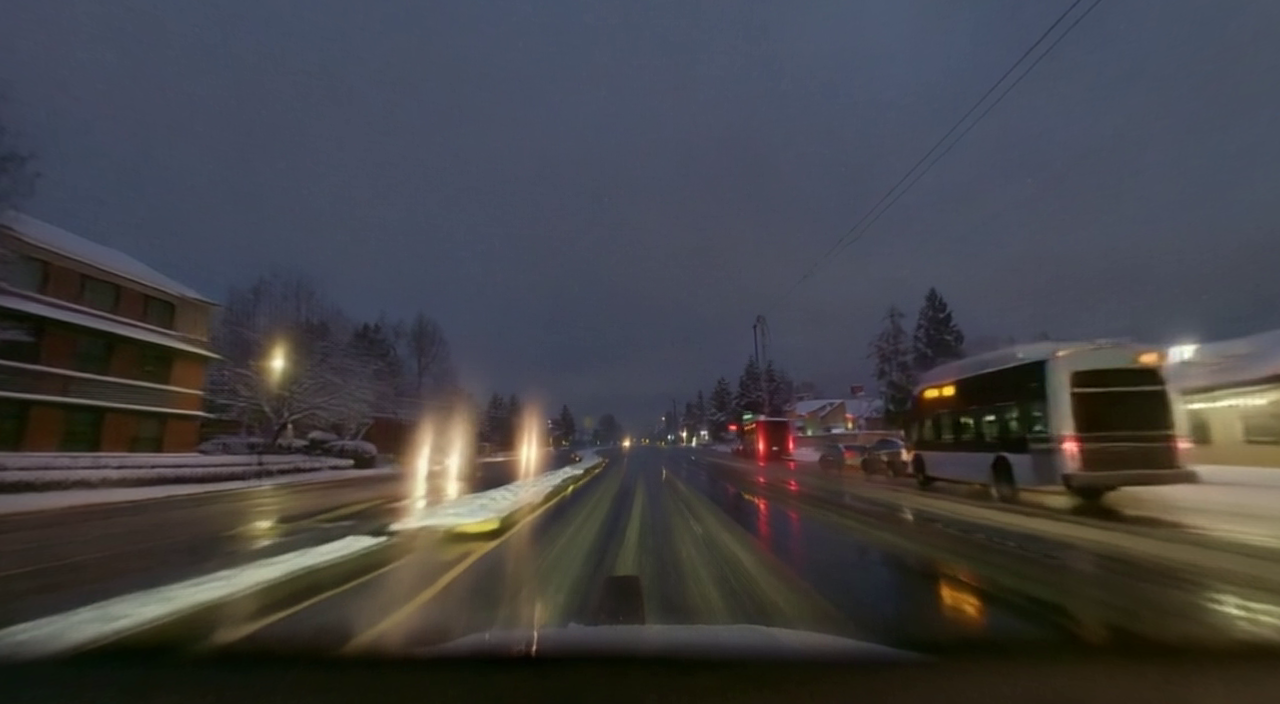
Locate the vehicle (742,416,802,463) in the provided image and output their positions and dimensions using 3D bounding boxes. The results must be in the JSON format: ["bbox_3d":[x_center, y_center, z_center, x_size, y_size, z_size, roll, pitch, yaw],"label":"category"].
[{"bbox_3d":[9.791,6.610,47.604,2.923,3.249,6.993,0,-8,0],"label":"vehicle"}]

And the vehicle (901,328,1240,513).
[{"bbox_3d":[9.944,1.855,16.214,2.897,3.584,7.857,0,-8,-2],"label":"vehicle"}]

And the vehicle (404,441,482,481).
[{"bbox_3d":[-8.931,4.967,29.174,1.939,1.643,4.975,0,-8,1],"label":"vehicle"}]
